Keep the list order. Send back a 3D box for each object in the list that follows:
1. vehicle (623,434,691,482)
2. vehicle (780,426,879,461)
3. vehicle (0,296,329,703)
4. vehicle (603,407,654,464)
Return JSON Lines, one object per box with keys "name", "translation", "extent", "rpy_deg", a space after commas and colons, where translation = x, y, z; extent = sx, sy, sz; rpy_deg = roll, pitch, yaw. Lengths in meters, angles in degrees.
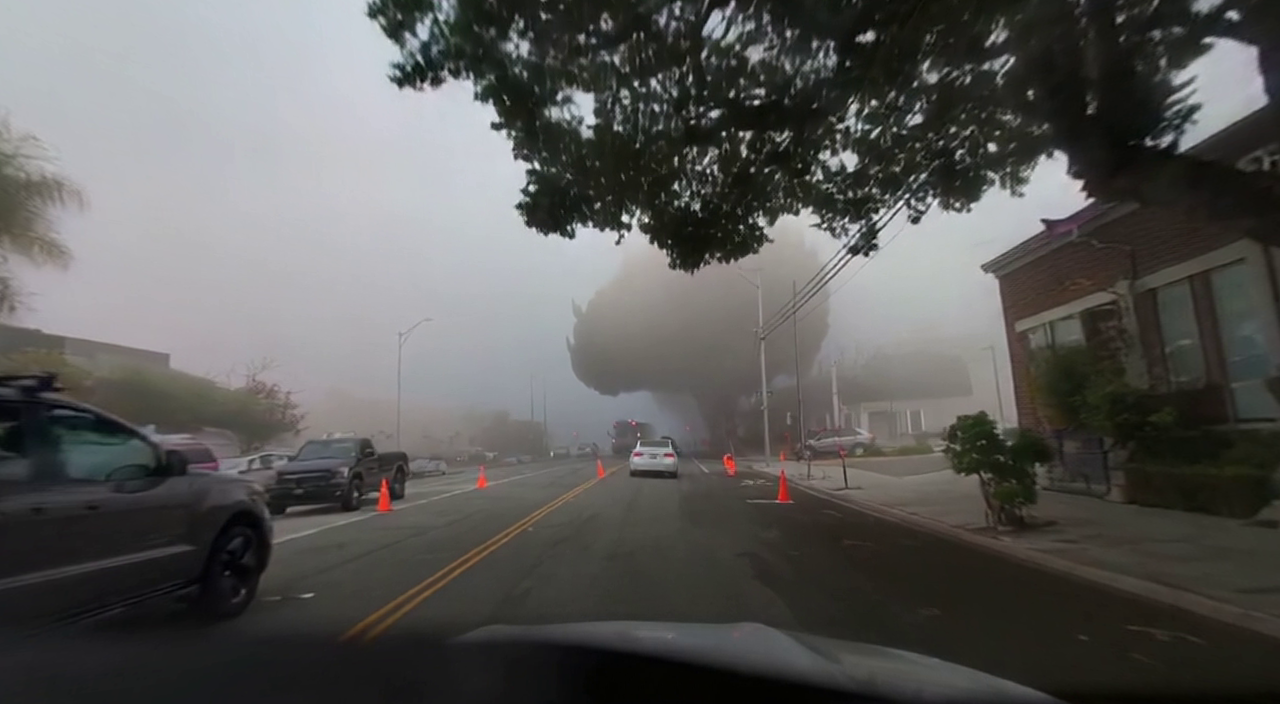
{"name": "vehicle", "translation": [0.606, 3.669, 22.240], "extent": [2.159, 1.506, 4.086], "rpy_deg": [0, -8, 2]}
{"name": "vehicle", "translation": [10.846, 5.249, 36.419], "extent": [4.859, 1.914, 2.333], "rpy_deg": [1, -8, -4]}
{"name": "vehicle", "translation": [-4.314, 0.787, 2.675], "extent": [2.500, 2.128, 6.396], "rpy_deg": [-2, -8, 3]}
{"name": "vehicle", "translation": [-0.754, 5.783, 43.308], "extent": [2.977, 3.271, 12.748], "rpy_deg": [0, -8, -1]}
